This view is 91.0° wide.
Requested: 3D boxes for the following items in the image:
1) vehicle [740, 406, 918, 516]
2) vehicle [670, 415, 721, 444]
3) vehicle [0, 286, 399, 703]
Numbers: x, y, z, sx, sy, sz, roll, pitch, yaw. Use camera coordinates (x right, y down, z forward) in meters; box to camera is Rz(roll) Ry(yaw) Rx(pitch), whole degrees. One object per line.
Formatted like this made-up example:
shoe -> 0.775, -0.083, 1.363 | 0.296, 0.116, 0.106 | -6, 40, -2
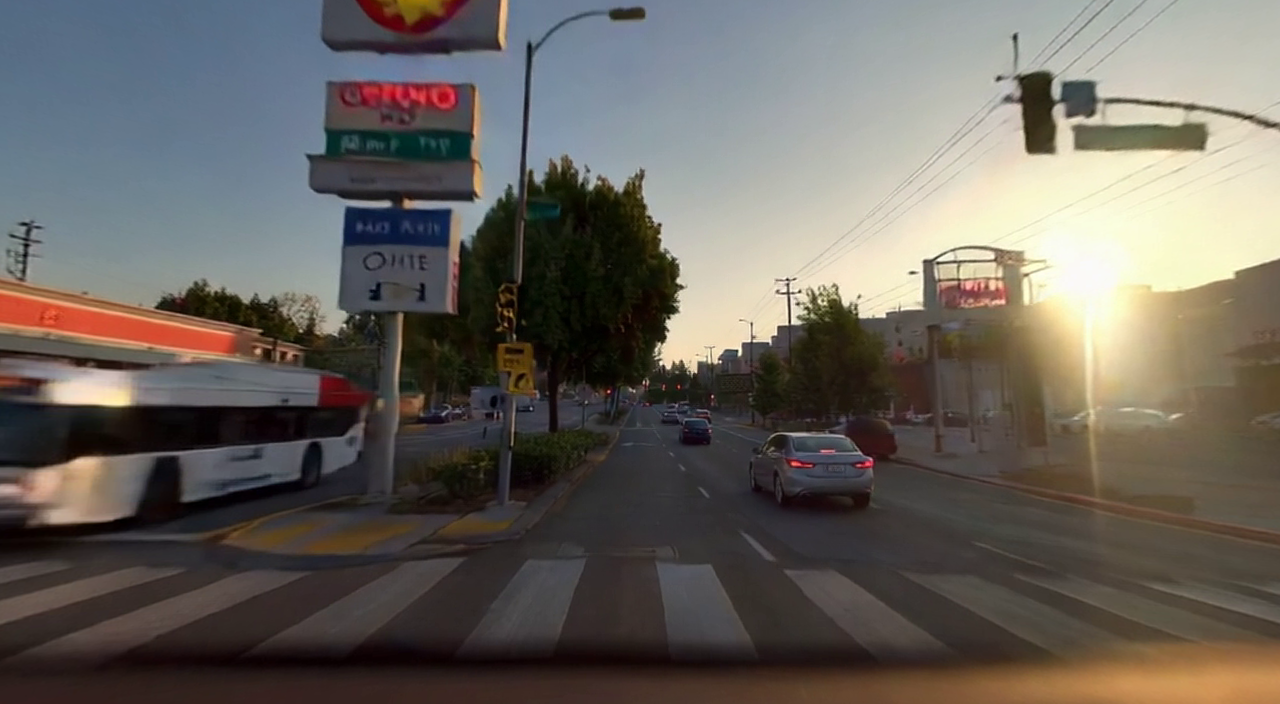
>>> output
vehicle -> 3.266, 1.997, 11.928 | 1.999, 1.679, 4.217 | 1, -8, -1
vehicle -> 2.934, 4.250, 34.253 | 2.282, 1.458, 4.362 | 1, -8, -1
vehicle -> -3.661, 1.071, 4.833 | 2.189, 1.836, 4.693 | 0, -12, -6
